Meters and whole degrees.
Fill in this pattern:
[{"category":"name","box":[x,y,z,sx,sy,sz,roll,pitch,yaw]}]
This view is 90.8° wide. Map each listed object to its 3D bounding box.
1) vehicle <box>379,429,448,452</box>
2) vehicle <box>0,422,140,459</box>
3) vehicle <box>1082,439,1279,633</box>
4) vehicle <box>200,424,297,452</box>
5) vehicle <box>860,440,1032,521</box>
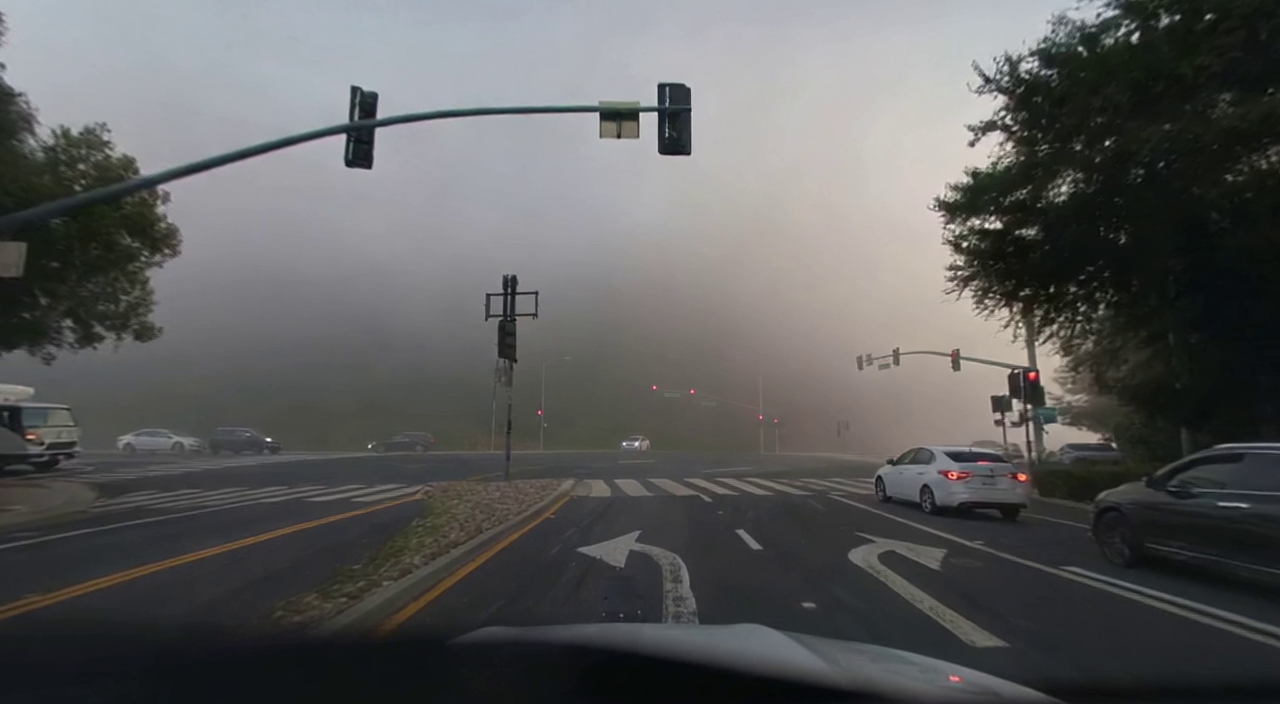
[{"category":"vehicle","box":[-15.335,6.008,42.689,4.683,1.495,2.119,-7,-11,38]},{"category":"vehicle","box":[-23.924,3.723,26.460,4.162,1.449,1.814,2,-9,-11]},{"category":"vehicle","box":[5.873,1.365,4.504,2.026,1.458,4.784,1,-9,1]},{"category":"vehicle","box":[-22.820,5.074,37.007,4.331,1.544,1.896,2,-9,-15]},{"category":"vehicle","box":[6.458,2.719,13.933,1.815,1.417,4.125,3,-9,1]}]
